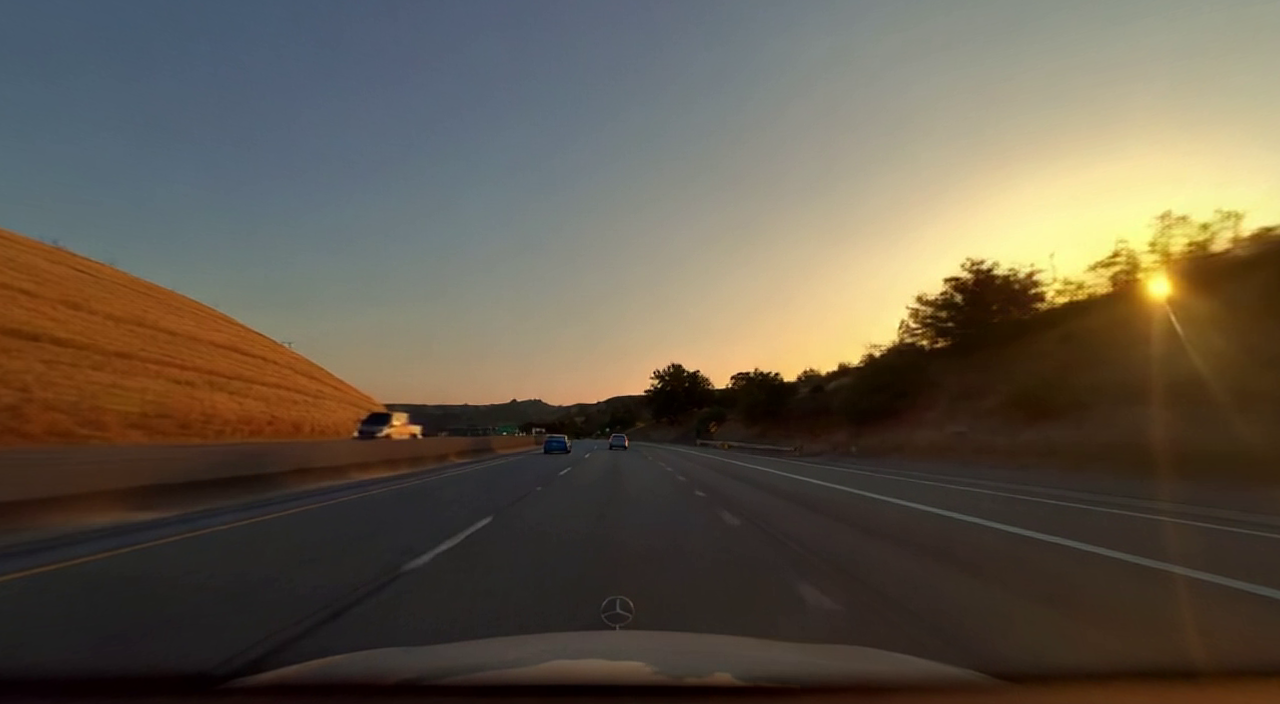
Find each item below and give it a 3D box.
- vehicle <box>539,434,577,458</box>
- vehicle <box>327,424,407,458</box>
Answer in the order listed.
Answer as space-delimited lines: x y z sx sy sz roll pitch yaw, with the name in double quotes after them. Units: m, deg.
-5.444 6.315 42.566 2.141 1.534 5.099 0 -8 -3 "vehicle"
-13.472 4.413 31.451 1.925 1.552 4.875 0 -8 -2 "vehicle"
